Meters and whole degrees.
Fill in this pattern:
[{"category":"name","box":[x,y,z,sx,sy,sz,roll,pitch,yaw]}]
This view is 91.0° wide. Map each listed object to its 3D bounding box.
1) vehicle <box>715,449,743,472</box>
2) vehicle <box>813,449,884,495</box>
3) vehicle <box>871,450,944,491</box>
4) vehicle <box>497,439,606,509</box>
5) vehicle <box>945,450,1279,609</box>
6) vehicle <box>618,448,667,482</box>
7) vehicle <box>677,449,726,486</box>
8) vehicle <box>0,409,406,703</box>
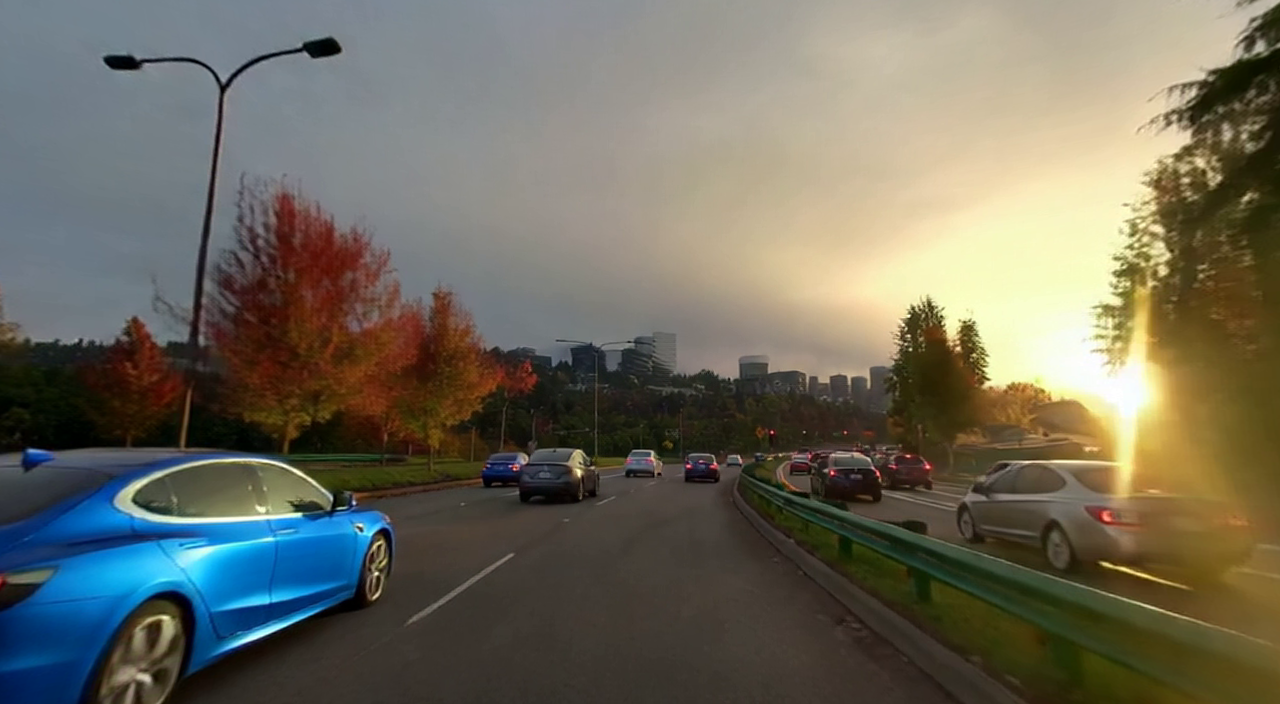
[{"category":"vehicle","box":[7.015,8.453,49.195,1.977,1.704,3.841,-1,-9,11]},{"category":"vehicle","box":[8.237,4.727,25.240,1.768,1.634,4.064,0,-9,6]},{"category":"vehicle","box":[13.073,5.788,31.147,2.121,1.777,4.755,-1,-9,8]},{"category":"vehicle","box":[-2.302,3.331,17.705,1.979,1.663,4.513,0,-9,6]},{"category":"vehicle","box":[6.235,2.122,8.632,1.869,1.516,4.753,0,-9,2]},{"category":"vehicle","box":[0.214,5.949,33.537,1.930,1.635,4.260,-1,-9,9]},{"category":"vehicle","box":[2.876,5.194,28.744,2.015,1.506,4.276,-1,-9,9]},{"category":"vehicle","box":[-3.309,1.202,3.915,1.921,1.503,4.317,0,-9,2]}]
